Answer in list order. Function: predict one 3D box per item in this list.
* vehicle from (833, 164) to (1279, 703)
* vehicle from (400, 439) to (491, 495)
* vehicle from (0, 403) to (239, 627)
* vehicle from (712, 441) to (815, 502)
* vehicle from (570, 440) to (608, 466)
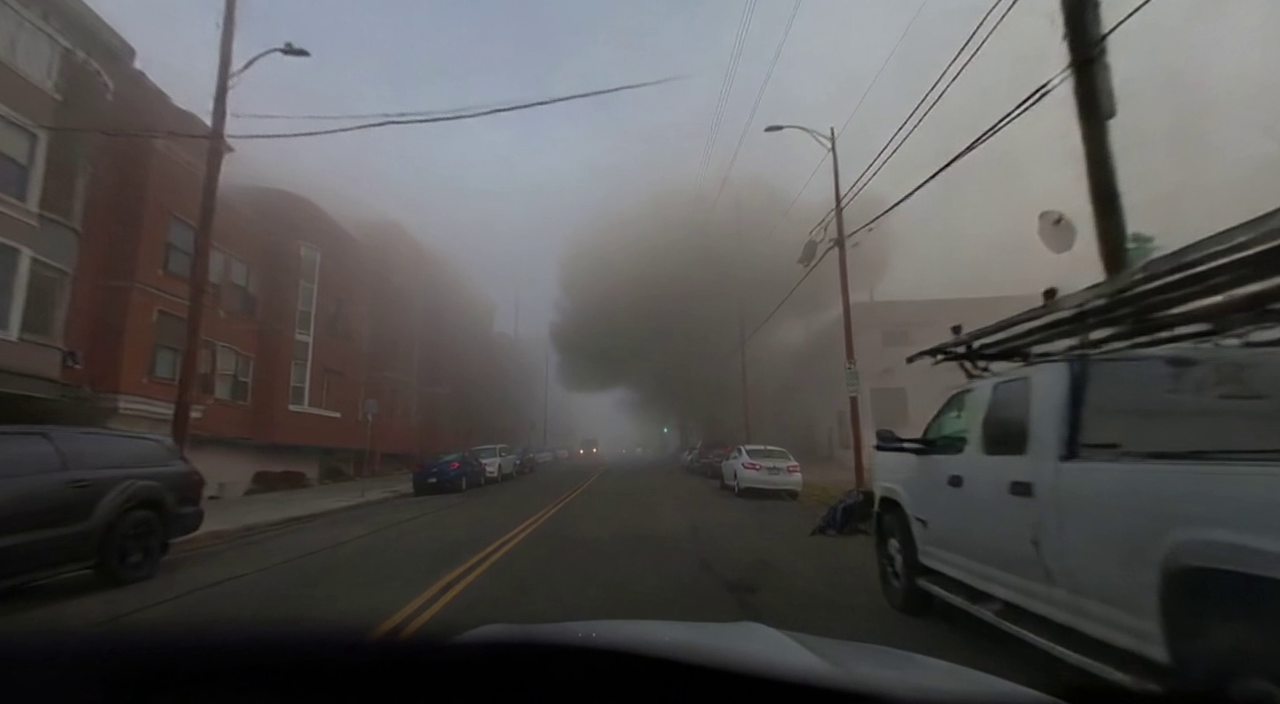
[{"bbox_3d":[3.161,0.766,3.300,2.480,2.230,5.704,0,-8,0],"label":"vehicle"},{"bbox_3d":[-6.833,4.060,22.803,1.930,1.756,4.955,0,-8,-3],"label":"vehicle"},{"bbox_3d":[-6.638,1.452,5.728,2.259,1.899,5.643,0,-8,0],"label":"vehicle"},{"bbox_3d":[3.274,3.263,17.711,1.885,1.464,4.466,0,-8,-1],"label":"vehicle"},{"bbox_3d":[-3.771,7.556,47.610,2.236,1.834,4.743,-1,-8,3],"label":"vehicle"}]
